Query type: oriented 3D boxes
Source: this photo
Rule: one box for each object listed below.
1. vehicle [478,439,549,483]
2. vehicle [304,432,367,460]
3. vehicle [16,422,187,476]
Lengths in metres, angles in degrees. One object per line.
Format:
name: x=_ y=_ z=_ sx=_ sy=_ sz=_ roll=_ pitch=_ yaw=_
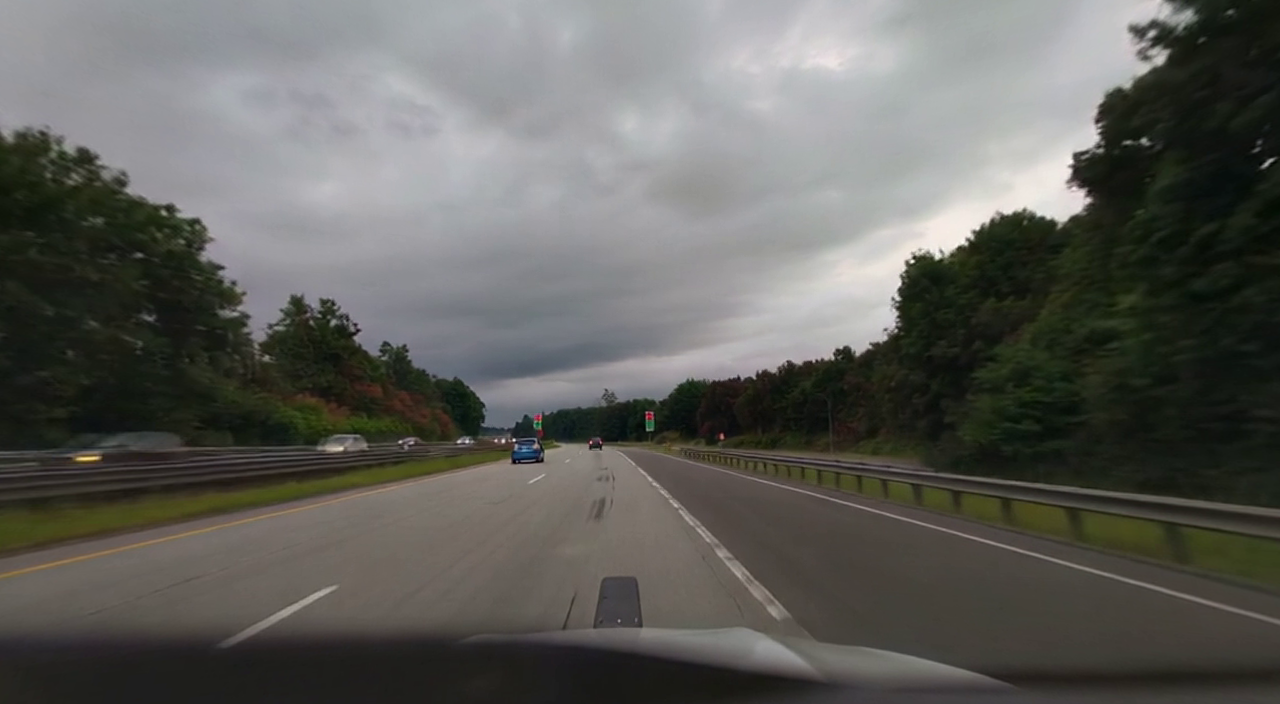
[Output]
vehicle: x=-4.406 y=3.831 z=22.502 sx=1.874 sy=1.369 sz=3.875 roll=0 pitch=-8 yaw=-2
vehicle: x=-17.355 y=5.356 z=36.130 sx=1.780 sy=1.474 sz=3.845 roll=0 pitch=-8 yaw=-3
vehicle: x=-17.393 y=3.144 z=20.696 sx=2.029 sy=1.579 sz=4.139 roll=0 pitch=-8 yaw=-2
